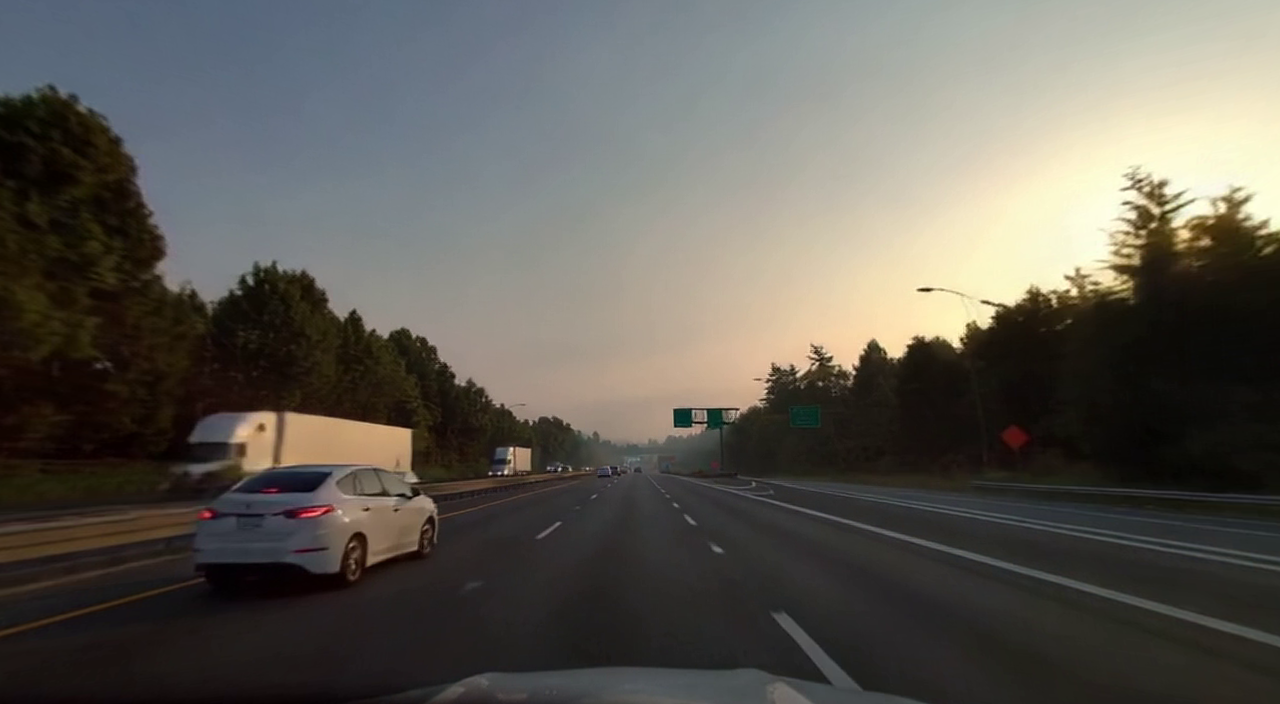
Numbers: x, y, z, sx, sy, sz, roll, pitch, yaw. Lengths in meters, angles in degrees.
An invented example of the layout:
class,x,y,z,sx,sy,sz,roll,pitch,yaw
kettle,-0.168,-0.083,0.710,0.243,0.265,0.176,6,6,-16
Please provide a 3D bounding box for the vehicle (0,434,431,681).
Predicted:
class,x,y,z,sx,sy,sz,roll,pitch,yaw
vehicle,-3.796,1.633,6.054,1.998,1.427,4.462,1,-11,0
